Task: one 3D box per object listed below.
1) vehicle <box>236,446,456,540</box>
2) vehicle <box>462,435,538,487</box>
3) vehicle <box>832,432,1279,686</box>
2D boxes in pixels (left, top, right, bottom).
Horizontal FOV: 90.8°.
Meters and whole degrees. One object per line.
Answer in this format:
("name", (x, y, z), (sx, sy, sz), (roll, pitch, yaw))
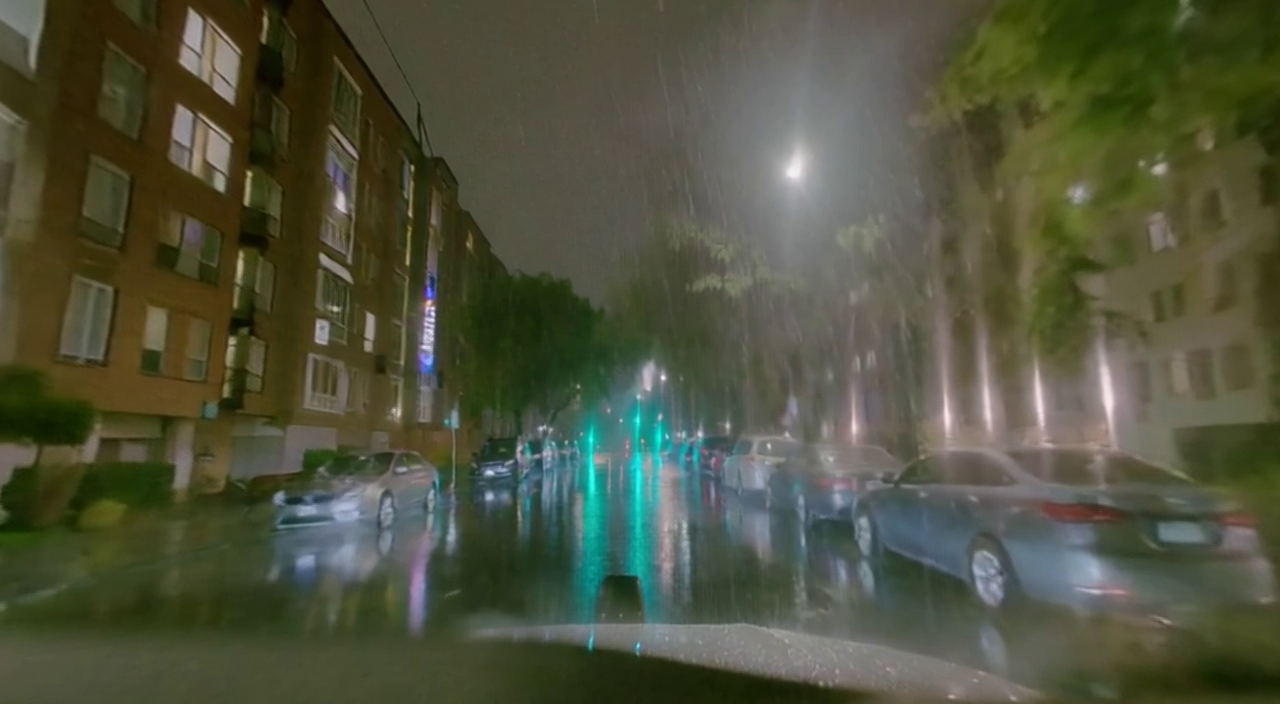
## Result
("vehicle", (-5.299, 2.559, 12.265), (2.080, 1.458, 4.511), (0, -8, 0))
("vehicle", (-5.512, 4.324, 25.526), (2.069, 1.881, 4.697), (0, -8, -1))
("vehicle", (3.628, 1.564, 6.140), (1.881, 1.460, 4.737), (0, -8, -2))
